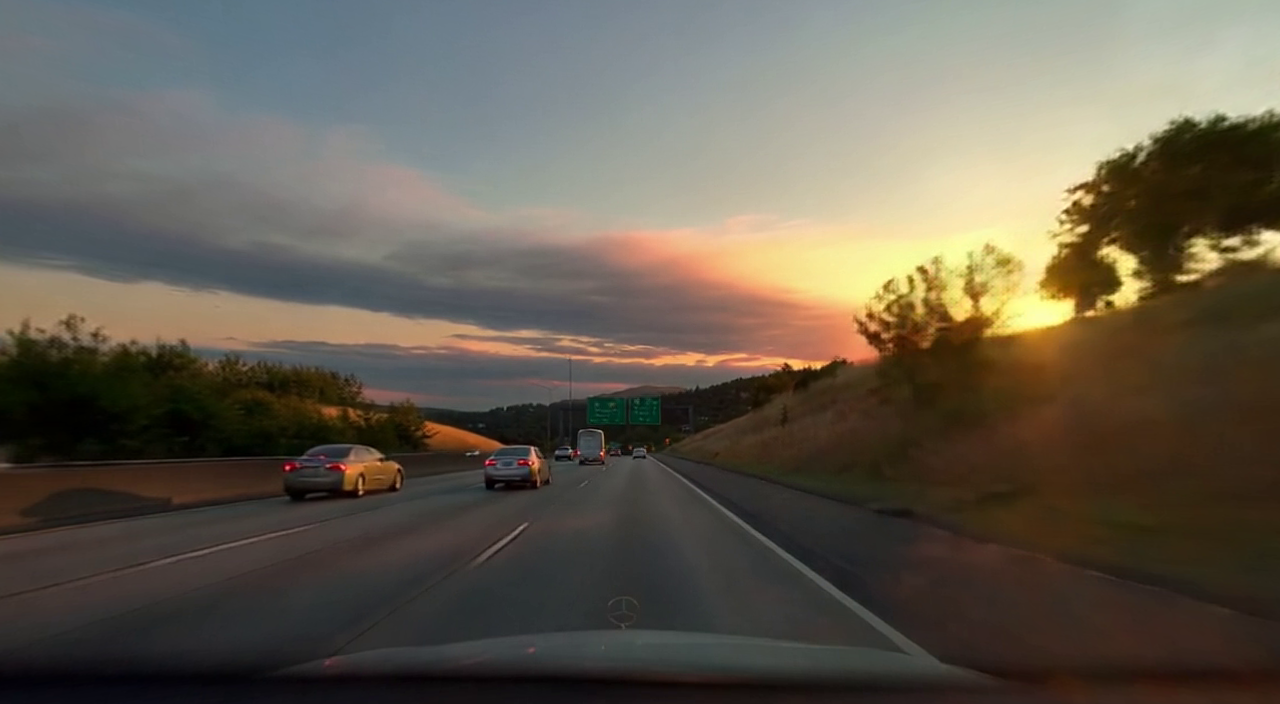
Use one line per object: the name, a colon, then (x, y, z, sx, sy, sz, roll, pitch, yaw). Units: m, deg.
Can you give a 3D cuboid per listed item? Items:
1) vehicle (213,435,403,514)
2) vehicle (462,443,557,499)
vehicle: (-7.437, 2.774, 14.750, 2.091, 1.558, 4.220, 0, -9, 0)
vehicle: (-3.668, 3.424, 18.450, 1.924, 1.436, 3.915, 0, -9, 0)
